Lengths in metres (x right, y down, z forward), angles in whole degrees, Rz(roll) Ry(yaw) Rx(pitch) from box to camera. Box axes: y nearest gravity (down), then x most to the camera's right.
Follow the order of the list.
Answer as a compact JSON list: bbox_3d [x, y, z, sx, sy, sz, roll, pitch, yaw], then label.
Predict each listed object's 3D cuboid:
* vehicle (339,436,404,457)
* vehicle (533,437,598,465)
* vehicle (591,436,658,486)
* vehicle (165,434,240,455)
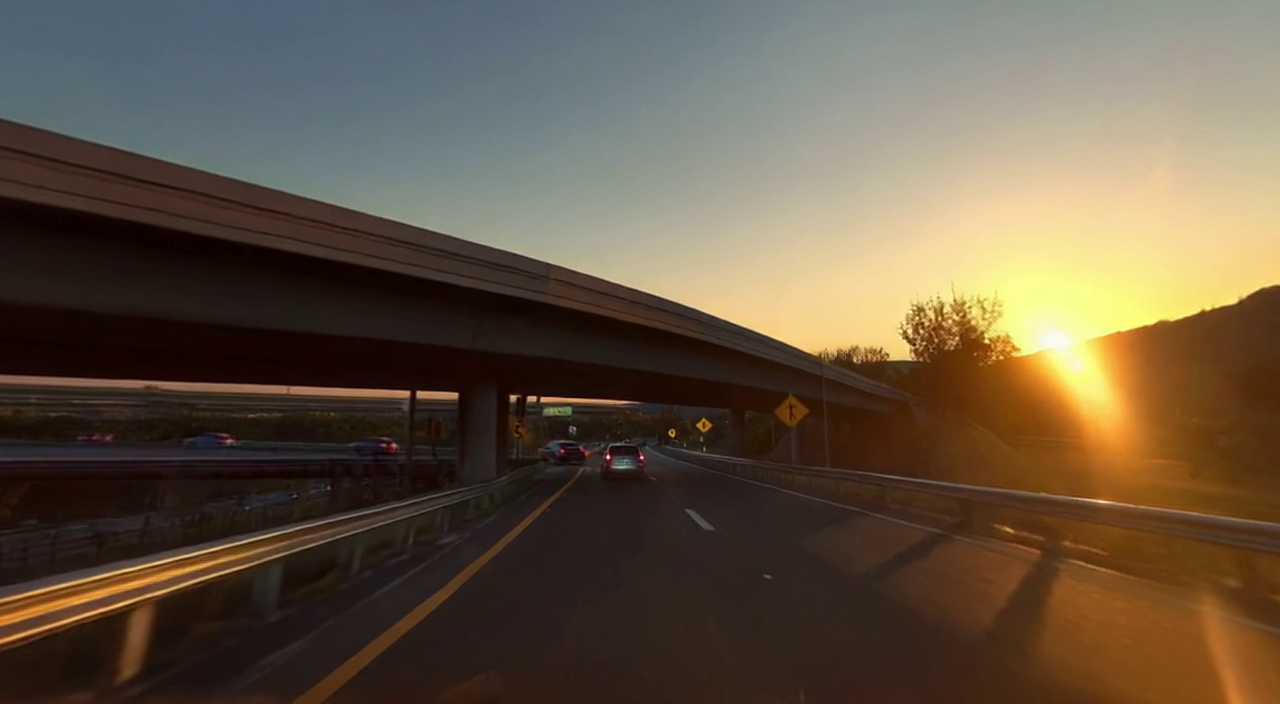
[{"bbox_3d":[-19.728,6.979,46.067,3.904,1.482,1.834,-1,-9,7],"label":"vehicle"},{"bbox_3d":[-4.467,5.838,36.918,2.018,1.505,4.278,6,-11,-34],"label":"vehicle"},{"bbox_3d":[-0.529,3.612,20.943,2.006,1.486,3.950,0,-9,-2],"label":"vehicle"},{"bbox_3d":[-32.029,6.780,45.977,4.005,1.472,1.807,1,-9,-4],"label":"vehicle"}]
